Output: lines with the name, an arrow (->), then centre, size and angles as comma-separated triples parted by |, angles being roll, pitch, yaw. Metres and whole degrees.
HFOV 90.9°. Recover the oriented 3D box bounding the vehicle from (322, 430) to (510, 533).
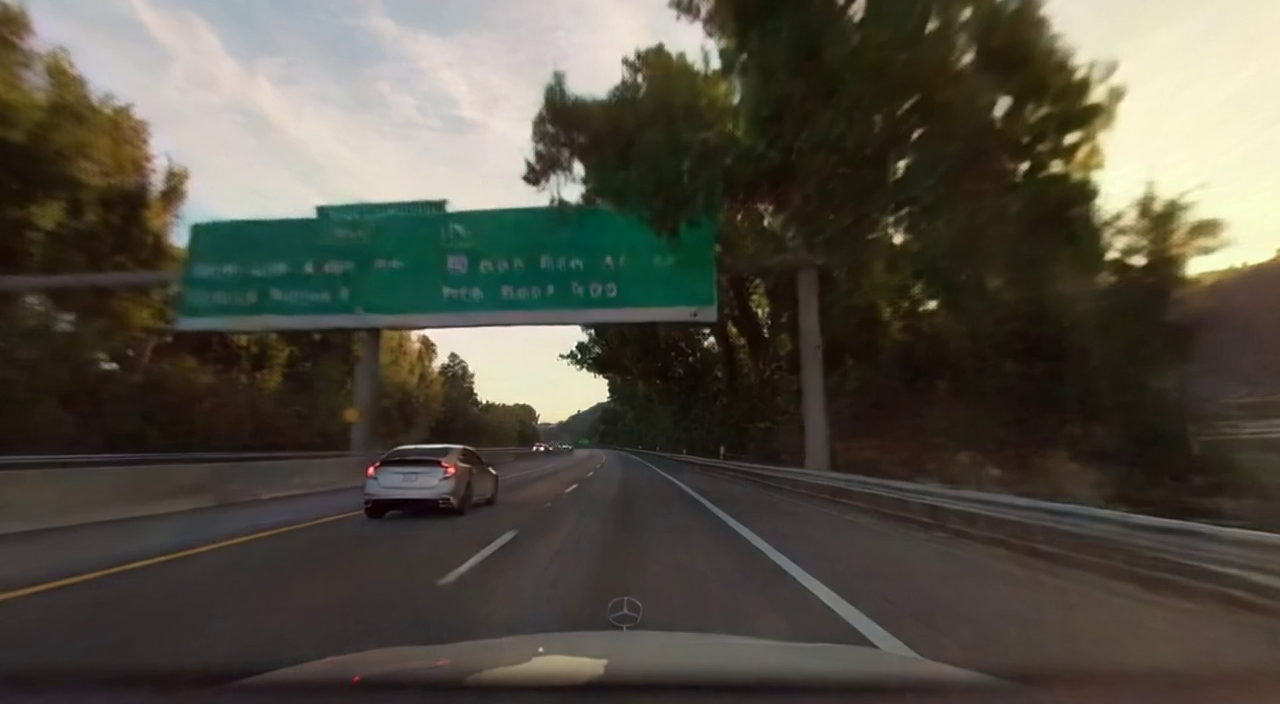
vehicle -> -3.790, 2.264, 11.509 | 1.990, 1.532, 3.911 | 0, -9, 0
